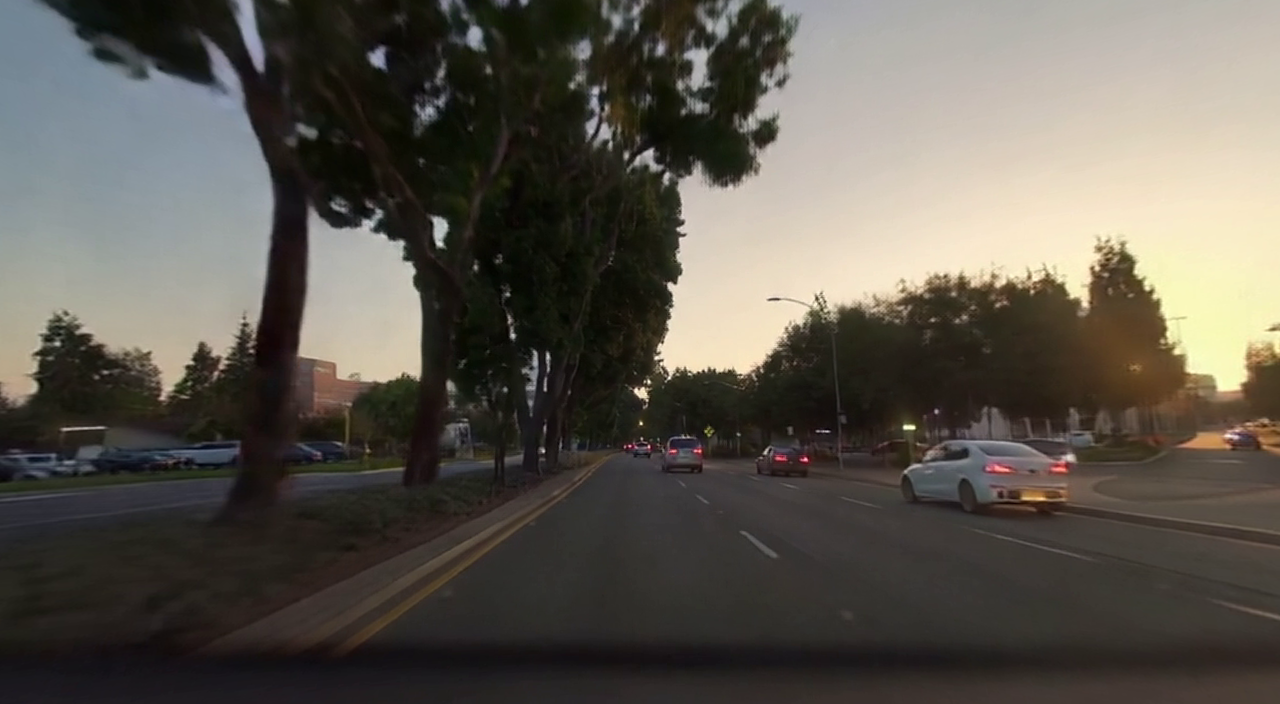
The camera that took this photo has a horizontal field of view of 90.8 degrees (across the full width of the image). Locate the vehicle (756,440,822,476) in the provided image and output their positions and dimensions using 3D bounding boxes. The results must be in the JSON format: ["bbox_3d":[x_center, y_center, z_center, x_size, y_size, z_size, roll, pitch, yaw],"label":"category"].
[{"bbox_3d":[7.062,5.062,30.456,2.029,1.548,4.422,0,-8,-1],"label":"vehicle"}]

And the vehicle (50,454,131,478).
[{"bbox_3d":[-34.780,7.196,40.124,1.700,1.337,3.735,0,-8,3],"label":"vehicle"}]

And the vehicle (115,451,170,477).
[{"bbox_3d":[-30.059,6.736,38.254,1.779,1.363,4.265,4,-9,-28],"label":"vehicle"}]

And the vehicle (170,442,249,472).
[{"bbox_3d":[-29.964,7.281,44.063,3.883,1.989,2.208,-1,-9,6],"label":"vehicle"}]

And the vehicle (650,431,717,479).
[{"bbox_3d":[1.675,4.244,26.272,2.227,1.794,4.457,0,-8,-3],"label":"vehicle"}]

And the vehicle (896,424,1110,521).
[{"bbox_3d":[7.363,2.468,13.443,2.025,1.719,4.161,0,-8,0],"label":"vehicle"}]
